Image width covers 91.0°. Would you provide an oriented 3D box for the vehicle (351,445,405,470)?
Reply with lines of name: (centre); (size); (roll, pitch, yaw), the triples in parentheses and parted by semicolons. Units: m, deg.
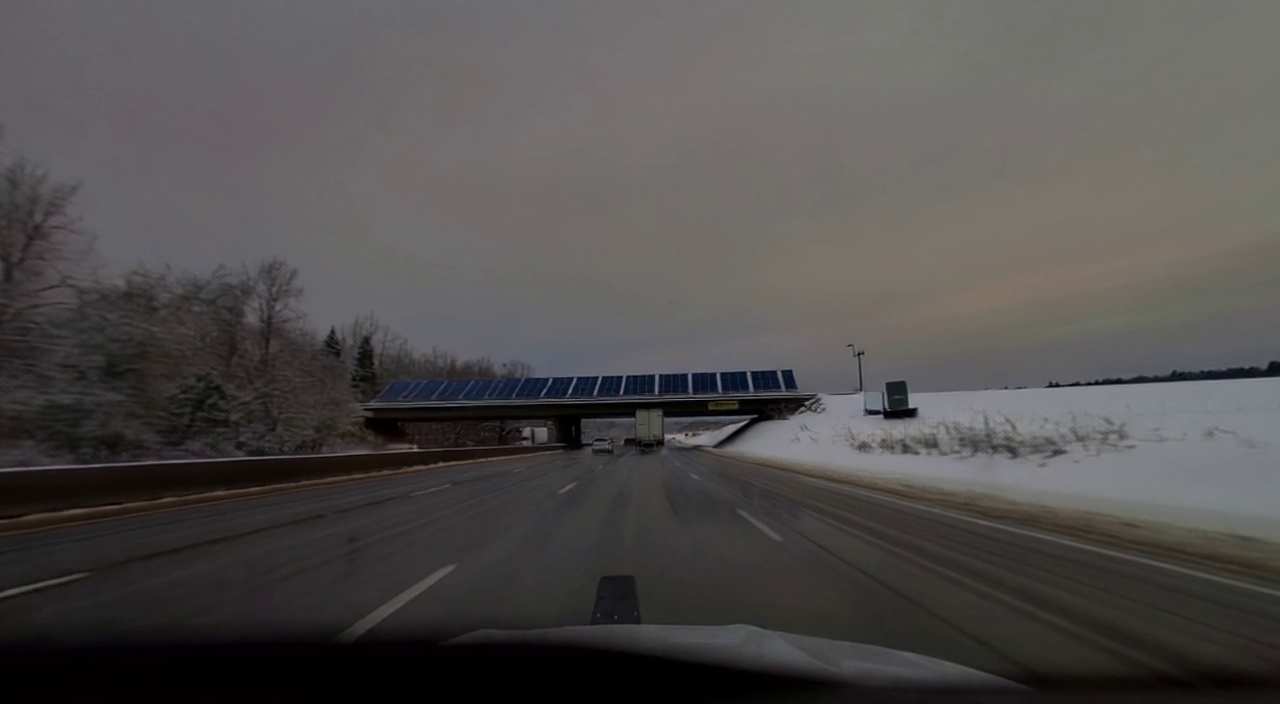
vehicle: (-18.981, 7.662, 45.807); (1.938, 1.649, 4.569); (-1, -8, 0)
